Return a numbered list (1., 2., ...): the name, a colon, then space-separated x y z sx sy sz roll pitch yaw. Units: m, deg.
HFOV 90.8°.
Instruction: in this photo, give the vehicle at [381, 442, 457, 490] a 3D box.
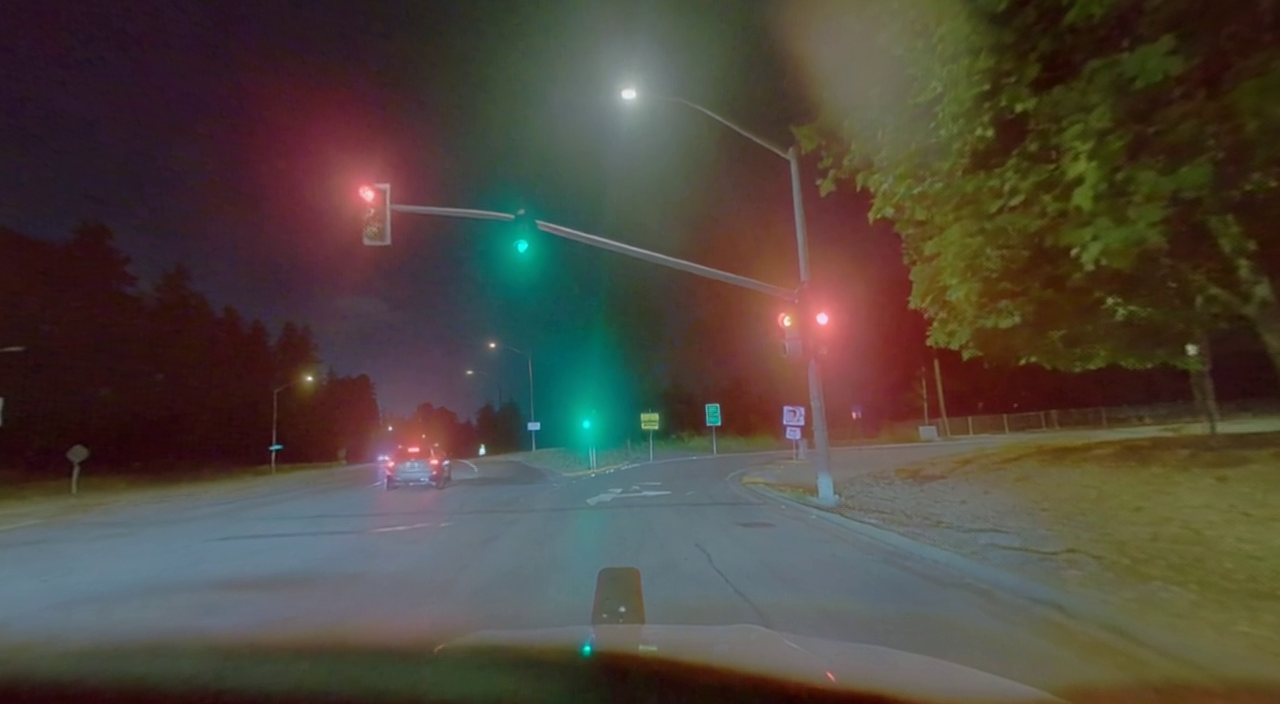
1. vehicle: -8.588 4.430 25.020 2.134 1.707 4.471 1 -8 -10
